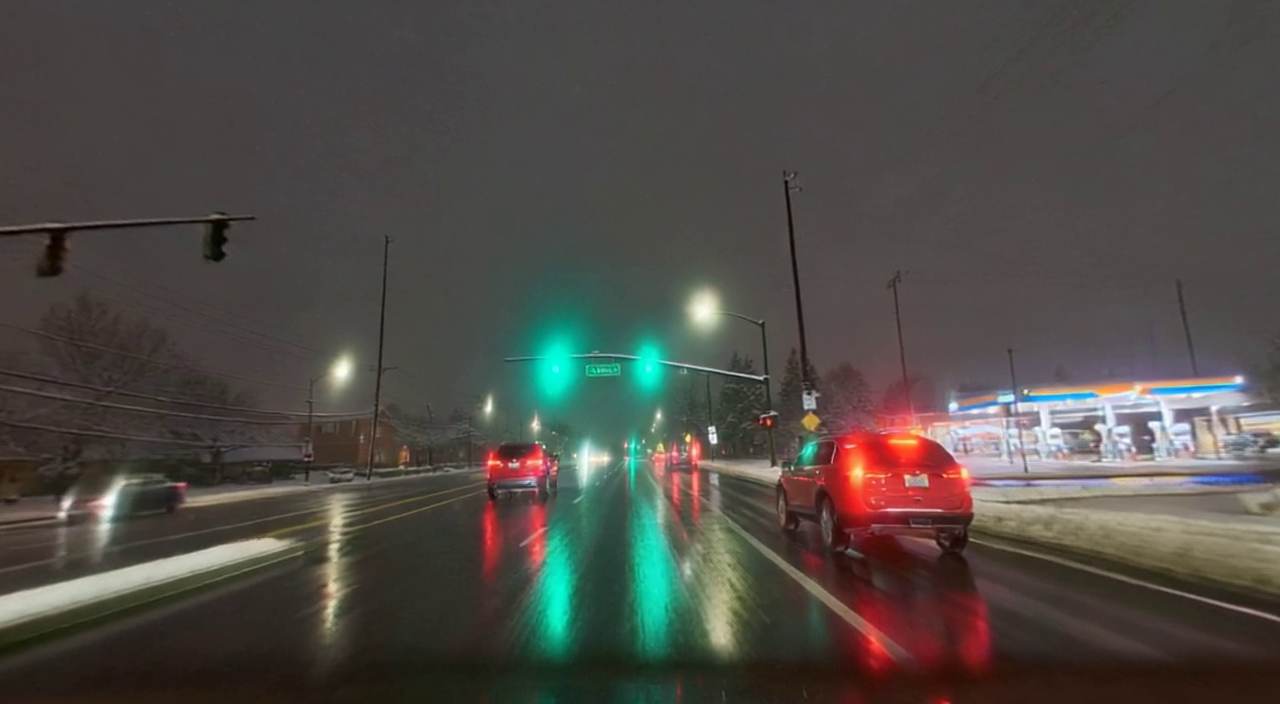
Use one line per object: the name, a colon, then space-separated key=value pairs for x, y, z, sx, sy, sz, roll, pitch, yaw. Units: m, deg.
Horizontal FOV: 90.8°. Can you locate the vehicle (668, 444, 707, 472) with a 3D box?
vehicle: x=2.998 y=6.804 z=40.865 sx=2.066 sy=1.699 sz=4.419 roll=0 pitch=-9 yaw=-2

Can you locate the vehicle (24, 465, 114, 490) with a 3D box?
vehicle: x=-39.578 y=8.699 z=43.992 sx=1.814 sy=1.452 sz=4.845 roll=0 pitch=-9 yaw=-1

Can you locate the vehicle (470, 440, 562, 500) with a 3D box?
vehicle: x=-3.643 y=3.536 z=19.310 sx=1.935 sy=1.617 sz=4.045 roll=0 pitch=-9 yaw=1

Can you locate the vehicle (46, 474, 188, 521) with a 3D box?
vehicle: x=-20.796 y=5.765 z=25.430 sx=1.849 sy=1.497 sz=4.444 roll=0 pitch=-9 yaw=1

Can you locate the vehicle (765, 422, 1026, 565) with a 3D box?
vehicle: x=3.464 y=2.011 z=9.748 sx=2.085 sy=1.655 sz=4.459 roll=0 pitch=-9 yaw=-1
